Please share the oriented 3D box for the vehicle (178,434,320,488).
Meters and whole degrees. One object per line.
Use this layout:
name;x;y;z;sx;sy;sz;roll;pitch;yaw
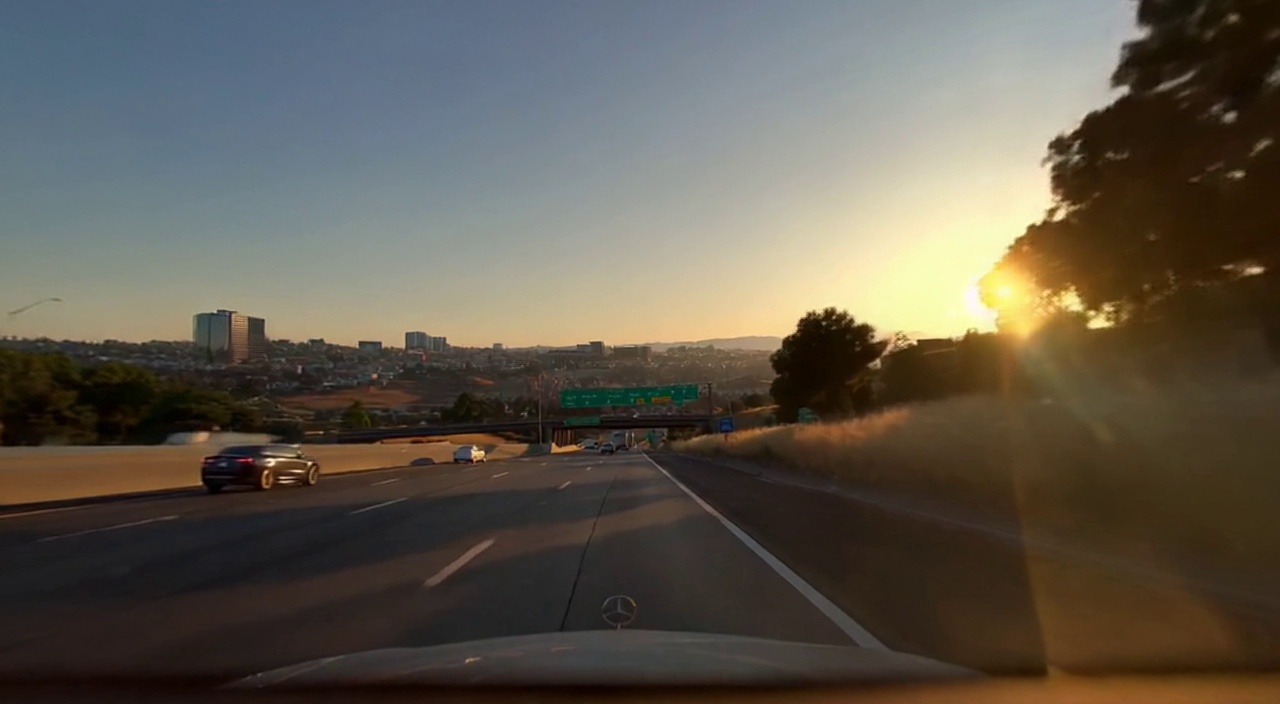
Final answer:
vehicle;-14.477;4.025;23.866;2.049;1.792;5.177;0;-8;0
